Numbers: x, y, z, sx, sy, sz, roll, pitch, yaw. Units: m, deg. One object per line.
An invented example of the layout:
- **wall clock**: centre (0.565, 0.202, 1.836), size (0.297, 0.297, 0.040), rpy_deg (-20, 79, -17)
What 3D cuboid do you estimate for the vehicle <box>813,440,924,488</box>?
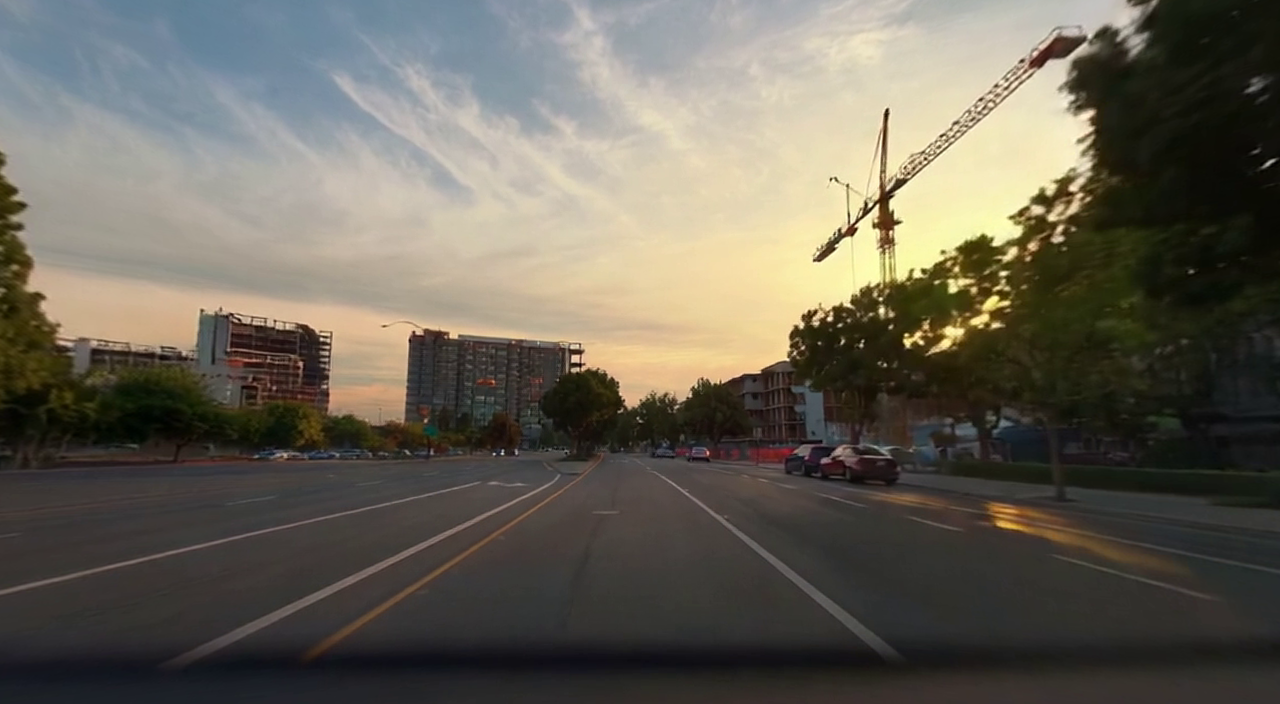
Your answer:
- **vehicle**: centre (7.764, 3.824, 22.056), size (1.946, 1.472, 4.753), rpy_deg (0, -8, -3)
